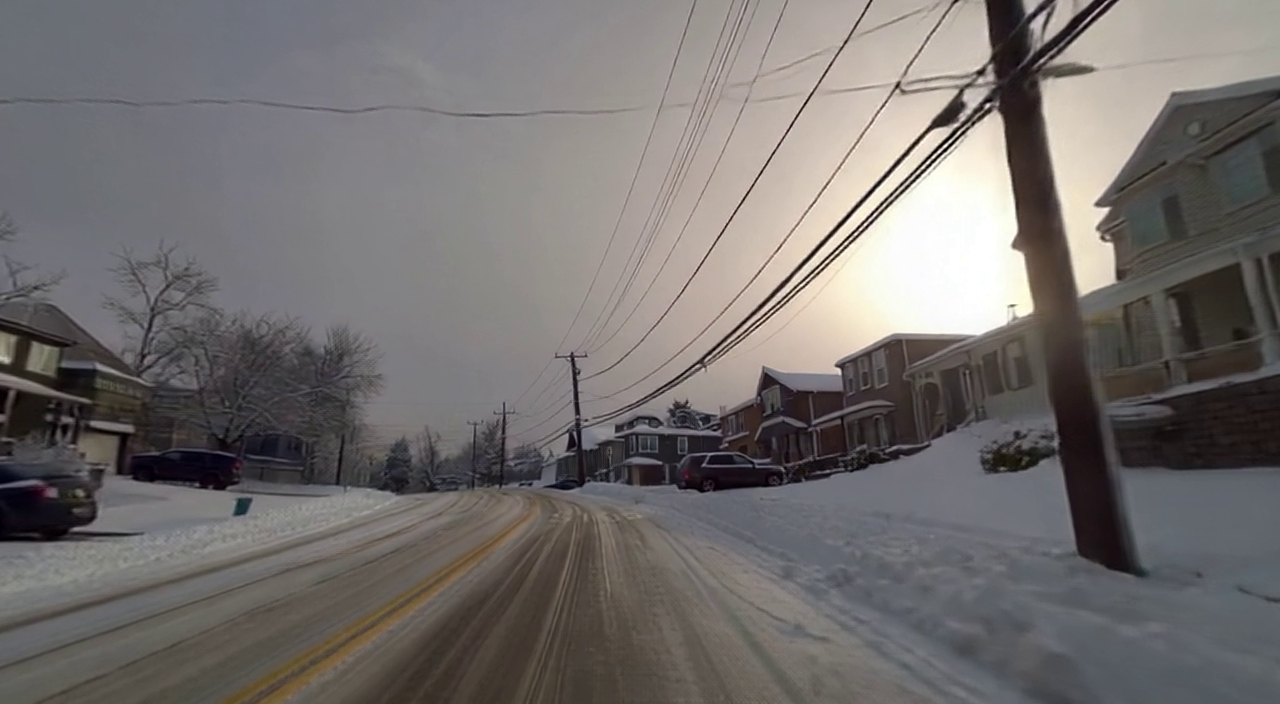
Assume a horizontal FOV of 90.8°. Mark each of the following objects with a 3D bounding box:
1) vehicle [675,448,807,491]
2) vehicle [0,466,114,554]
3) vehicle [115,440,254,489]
[{"bbox_3d":[4.656,5.458,29.422,5.578,1.842,2.300,3,-10,-12],"label":"vehicle"},{"bbox_3d":[-13.400,3.069,12.524,4.146,1.535,1.862,0,-9,-3],"label":"vehicle"},{"bbox_3d":[-21.144,5.331,29.697,4.942,1.912,2.121,6,-19,-29],"label":"vehicle"}]
